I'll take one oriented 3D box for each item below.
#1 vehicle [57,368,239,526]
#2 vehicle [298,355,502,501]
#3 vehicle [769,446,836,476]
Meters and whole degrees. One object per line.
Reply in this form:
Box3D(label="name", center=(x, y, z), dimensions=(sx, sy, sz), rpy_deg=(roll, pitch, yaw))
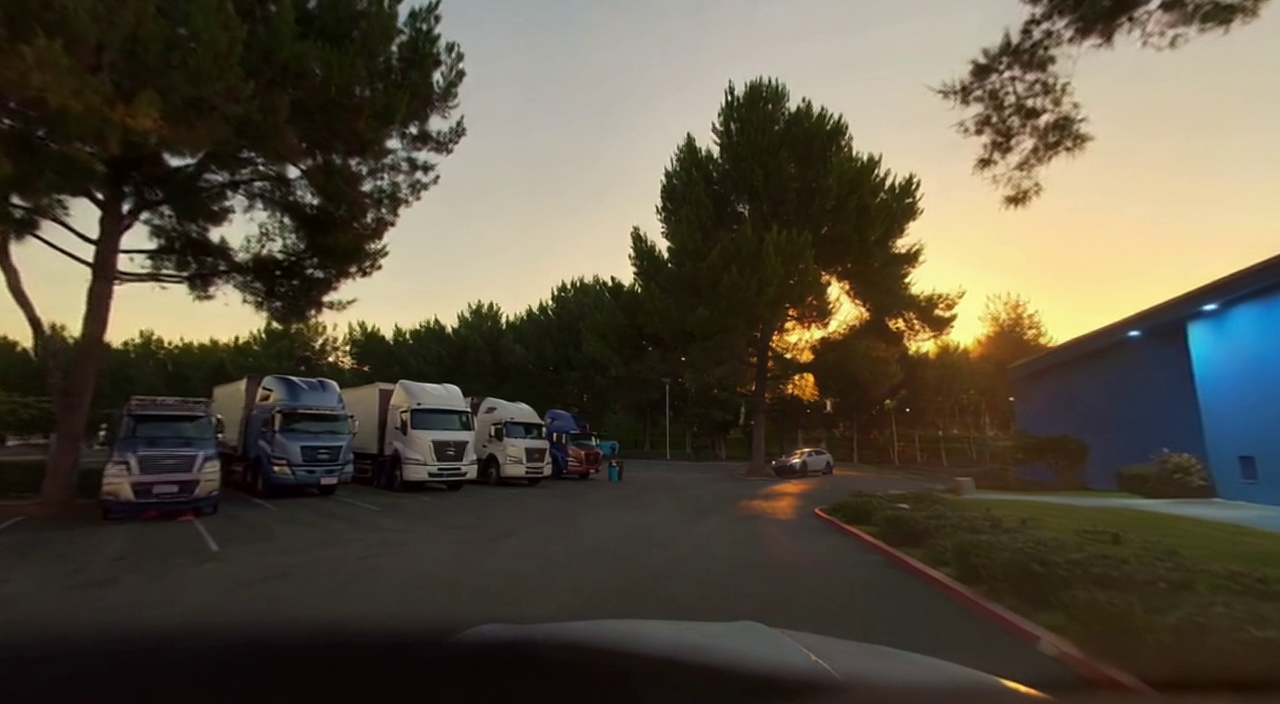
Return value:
Box3D(label="vehicle", center=(-12.429, 2.393, 15.885), dimensions=(2.674, 3.007, 7.819), rpy_deg=(7, -11, -39))
Box3D(label="vehicle", center=(-9.295, 2.941, 23.007), dimensions=(2.948, 4.069, 11.906), rpy_deg=(7, -12, -40))
Box3D(label="vehicle", center=(8.719, 5.783, 33.696), dimensions=(3.473, 1.506, 1.809), rpy_deg=(8, -12, -43))
